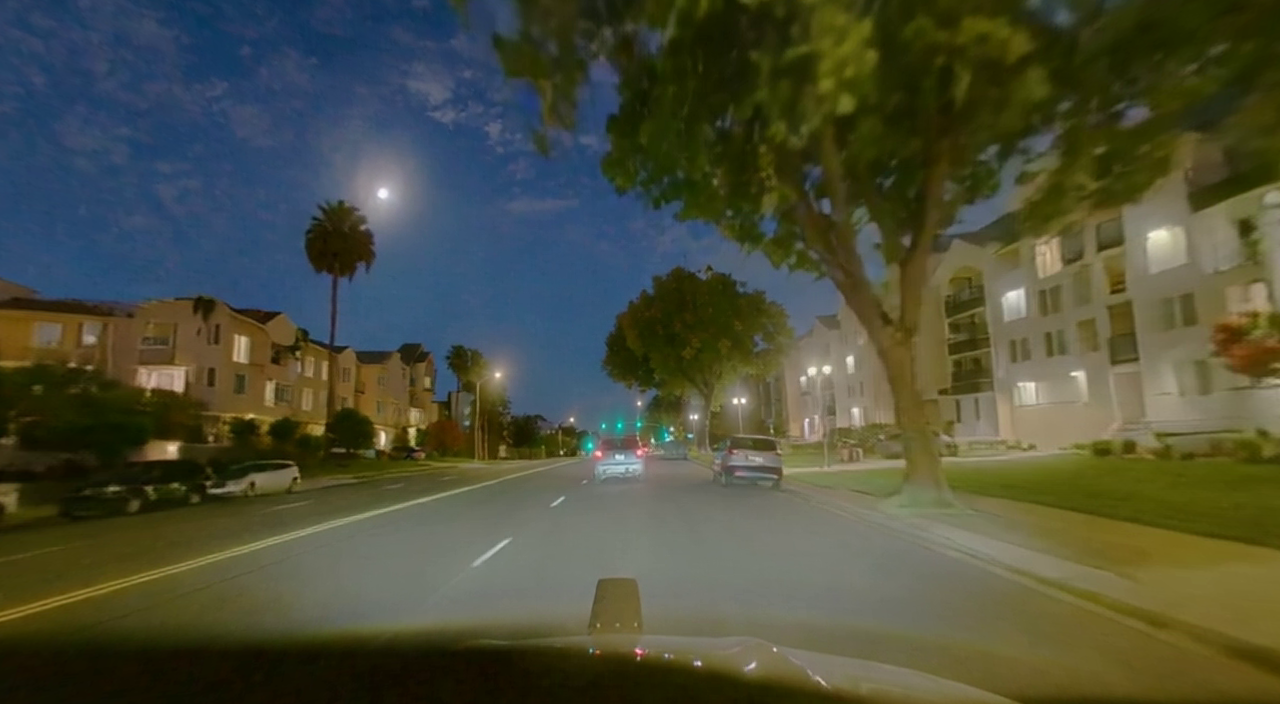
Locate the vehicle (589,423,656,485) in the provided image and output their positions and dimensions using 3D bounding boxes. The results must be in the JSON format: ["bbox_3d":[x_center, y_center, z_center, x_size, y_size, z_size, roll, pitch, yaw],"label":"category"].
[{"bbox_3d":[-0.539,3.414,21.480,1.994,1.810,5.057,-1,-8,0],"label":"vehicle"}]

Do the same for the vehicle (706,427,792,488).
[{"bbox_3d":[3.403,3.356,20.337,1.949,1.685,4.161,2,-8,-1],"label":"vehicle"}]

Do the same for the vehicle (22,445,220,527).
[{"bbox_3d":[-13.985,3.558,17.377,1.890,1.640,4.320,-4,-6,-1],"label":"vehicle"}]

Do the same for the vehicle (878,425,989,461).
[{"bbox_3d":[14.004,4.363,30.242,4.238,1.621,2.067,-1,-8,-1],"label":"vehicle"}]

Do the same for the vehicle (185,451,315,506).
[{"bbox_3d":[-14.081,4.537,23.099,1.877,1.443,4.677,-4,-6,-1],"label":"vehicle"}]
